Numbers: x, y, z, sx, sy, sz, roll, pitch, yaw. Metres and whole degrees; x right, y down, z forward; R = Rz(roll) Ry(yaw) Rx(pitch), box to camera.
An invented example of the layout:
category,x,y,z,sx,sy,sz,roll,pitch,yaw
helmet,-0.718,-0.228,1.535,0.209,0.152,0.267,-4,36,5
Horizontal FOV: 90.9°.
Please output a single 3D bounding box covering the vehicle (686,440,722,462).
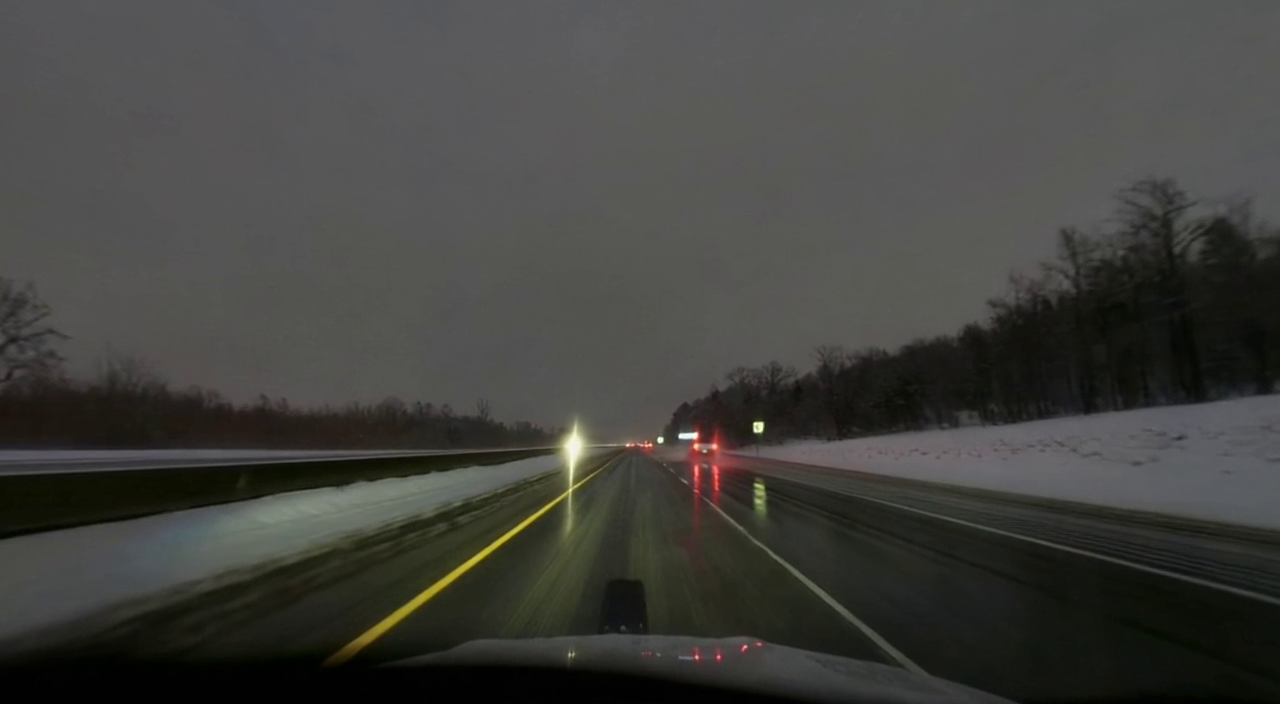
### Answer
category,x,y,z,sx,sy,sz,roll,pitch,yaw
vehicle,4.519,7.064,45.194,2.012,1.476,4.256,0,-8,-2
